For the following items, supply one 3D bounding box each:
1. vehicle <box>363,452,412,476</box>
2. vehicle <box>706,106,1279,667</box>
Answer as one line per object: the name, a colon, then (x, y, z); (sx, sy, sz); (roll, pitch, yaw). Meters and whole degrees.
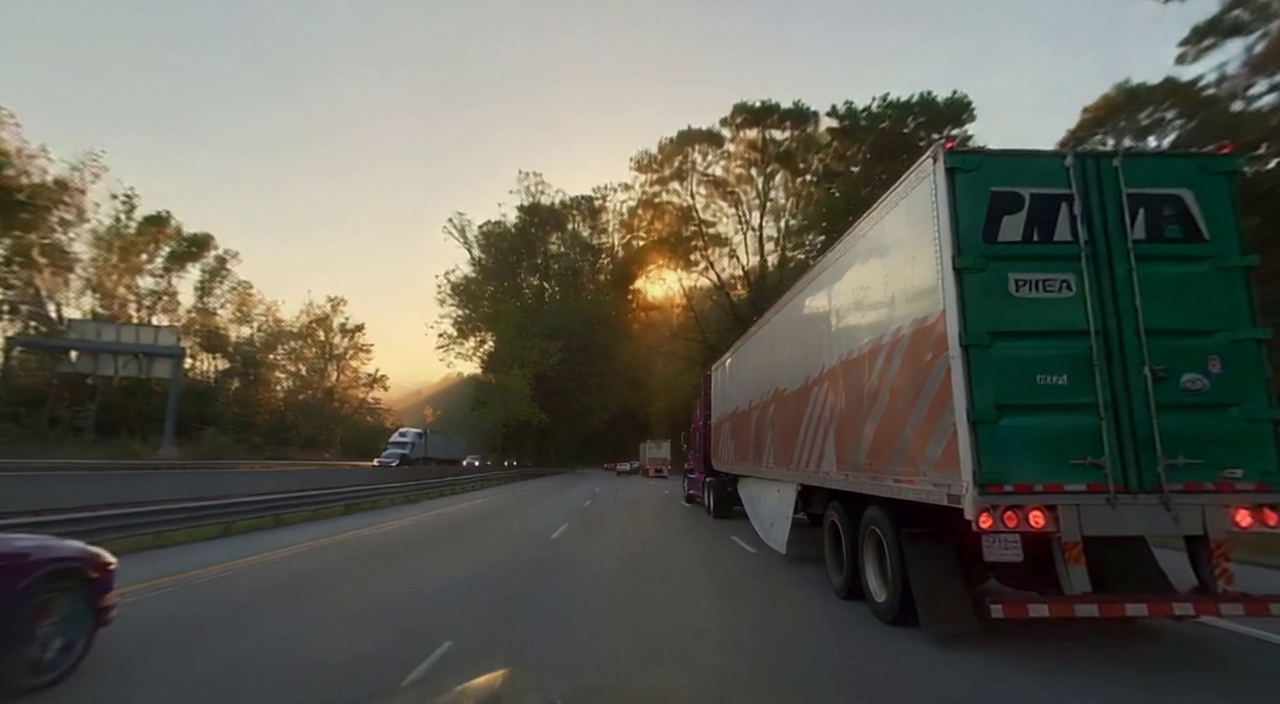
vehicle: (-17.265, 7.683, 43.223); (1.811, 1.511, 3.773); (1, -10, -1)
vehicle: (3.463, 1.367, 11.443); (2.856, 4.040, 14.009); (1, -10, -1)
